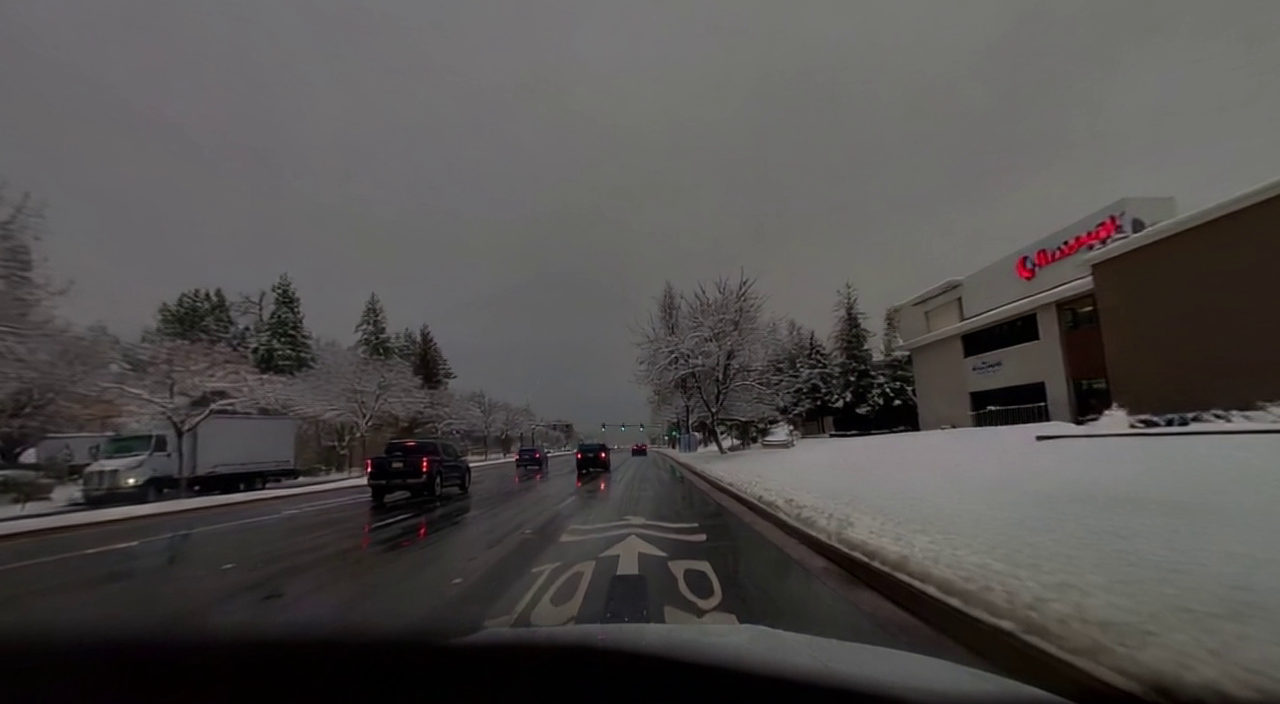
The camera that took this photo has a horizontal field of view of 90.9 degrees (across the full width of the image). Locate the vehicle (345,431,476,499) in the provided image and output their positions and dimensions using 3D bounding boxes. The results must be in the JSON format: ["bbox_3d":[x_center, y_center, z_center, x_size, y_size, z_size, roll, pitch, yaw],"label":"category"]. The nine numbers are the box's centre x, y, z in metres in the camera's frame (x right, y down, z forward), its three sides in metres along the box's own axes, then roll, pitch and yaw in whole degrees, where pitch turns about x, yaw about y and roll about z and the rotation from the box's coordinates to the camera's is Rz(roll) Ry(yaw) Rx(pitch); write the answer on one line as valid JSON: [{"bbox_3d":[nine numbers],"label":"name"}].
[{"bbox_3d":[-6.877,3.444,19.606,2.137,1.835,4.844,0,-9,1],"label":"vehicle"}]

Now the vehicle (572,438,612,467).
[{"bbox_3d":[-2.866,6.161,38.608,2.100,1.661,3.837,0,-9,1],"label":"vehicle"}]

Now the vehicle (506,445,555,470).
[{"bbox_3d":[-6.622,6.388,38.492,2.072,1.427,4.328,0,-9,2],"label":"vehicle"}]

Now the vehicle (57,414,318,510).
[{"bbox_3d":[-21.717,5.425,32.428,3.033,3.777,14.652,0,-8,-2],"label":"vehicle"}]
